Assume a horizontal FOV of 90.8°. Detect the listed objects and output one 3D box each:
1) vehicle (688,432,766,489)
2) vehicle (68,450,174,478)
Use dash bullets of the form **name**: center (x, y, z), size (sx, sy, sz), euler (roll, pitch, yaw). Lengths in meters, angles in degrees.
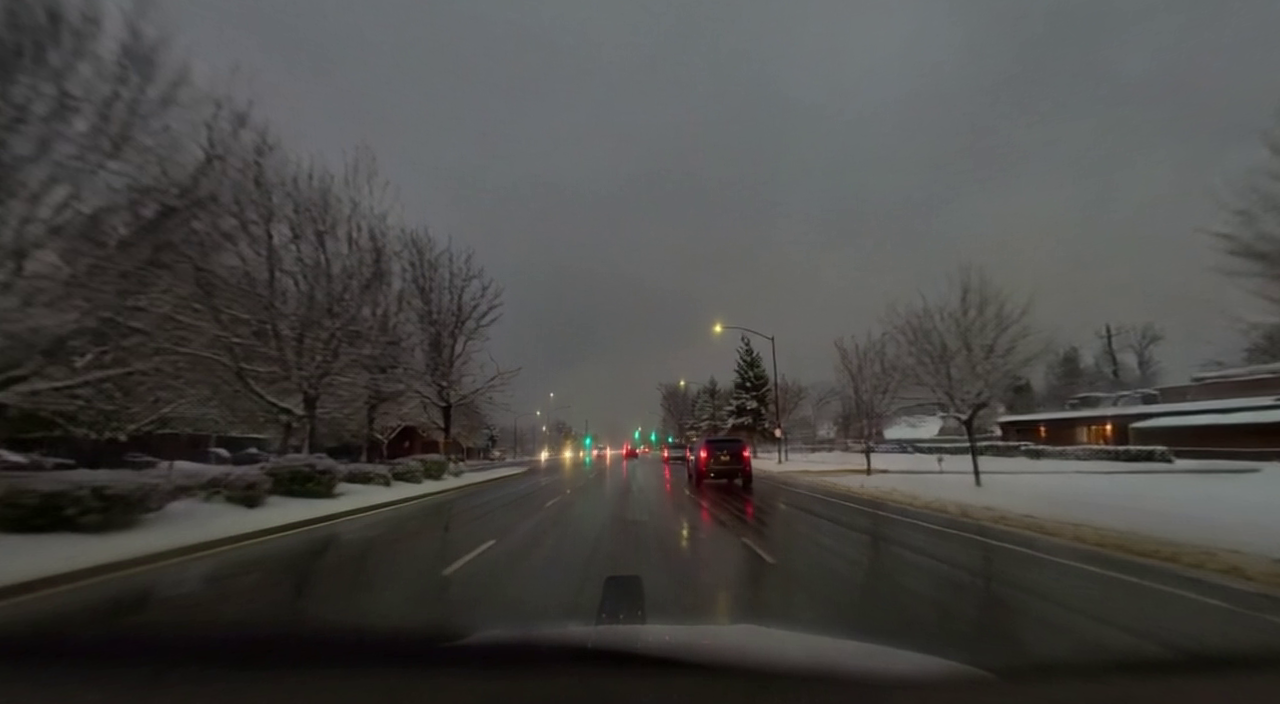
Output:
- **vehicle**: center (3.006, 3.870, 22.829), size (2.060, 1.816, 4.343), euler (0, -9, -2)
- **vehicle**: center (-33.341, 7.189, 40.710), size (4.932, 1.730, 1.939), euler (0, -9, -3)
